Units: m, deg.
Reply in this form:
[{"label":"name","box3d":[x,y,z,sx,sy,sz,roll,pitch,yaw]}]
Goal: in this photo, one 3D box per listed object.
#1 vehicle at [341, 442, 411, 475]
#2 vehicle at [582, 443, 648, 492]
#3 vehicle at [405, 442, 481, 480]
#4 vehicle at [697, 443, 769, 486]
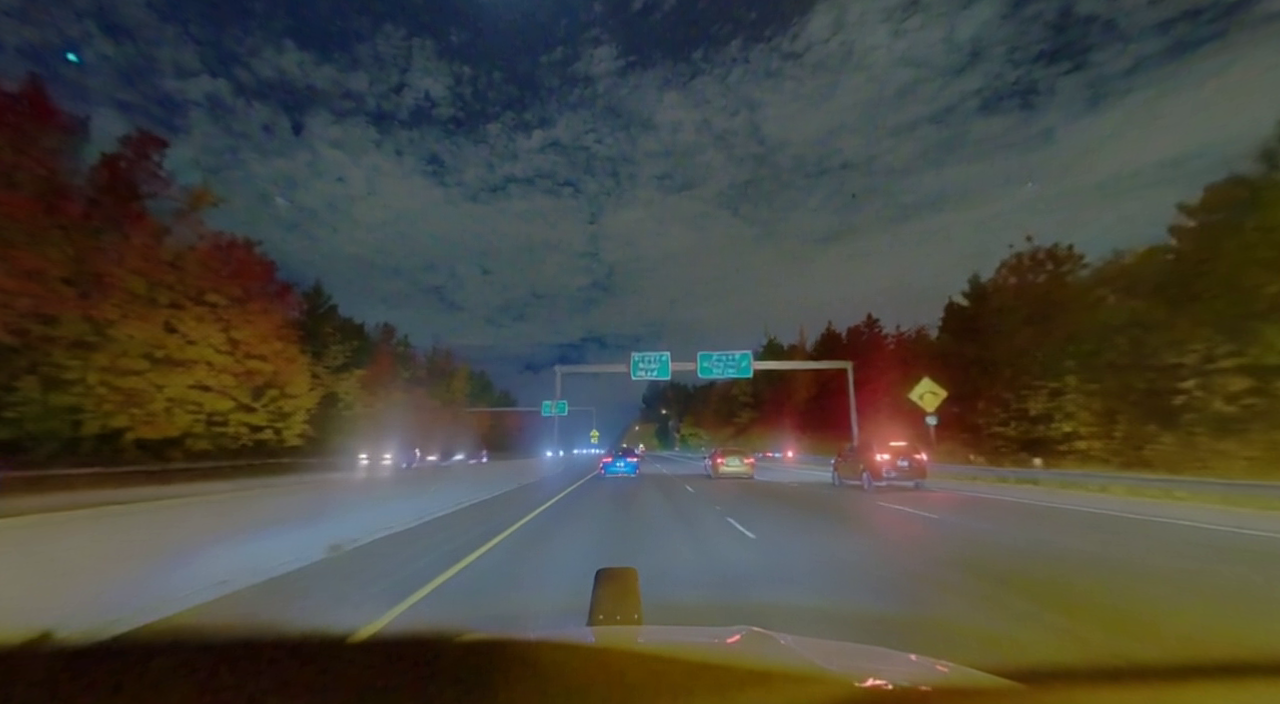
[{"label":"vehicle","box3d":[-13.587,5.485,32.519,1.890,1.547,4.184,-1,-9,-1]},{"label":"vehicle","box3d":[-0.835,4.075,22.468,2.128,1.516,4.410,-1,-9,-1]},{"label":"vehicle","box3d":[-8.593,4.786,27.792,1.985,1.555,4.510,0,-9,-1]},{"label":"vehicle","box3d":[3.696,4.568,25.771,2.300,1.595,4.144,-1,-9,0]}]
